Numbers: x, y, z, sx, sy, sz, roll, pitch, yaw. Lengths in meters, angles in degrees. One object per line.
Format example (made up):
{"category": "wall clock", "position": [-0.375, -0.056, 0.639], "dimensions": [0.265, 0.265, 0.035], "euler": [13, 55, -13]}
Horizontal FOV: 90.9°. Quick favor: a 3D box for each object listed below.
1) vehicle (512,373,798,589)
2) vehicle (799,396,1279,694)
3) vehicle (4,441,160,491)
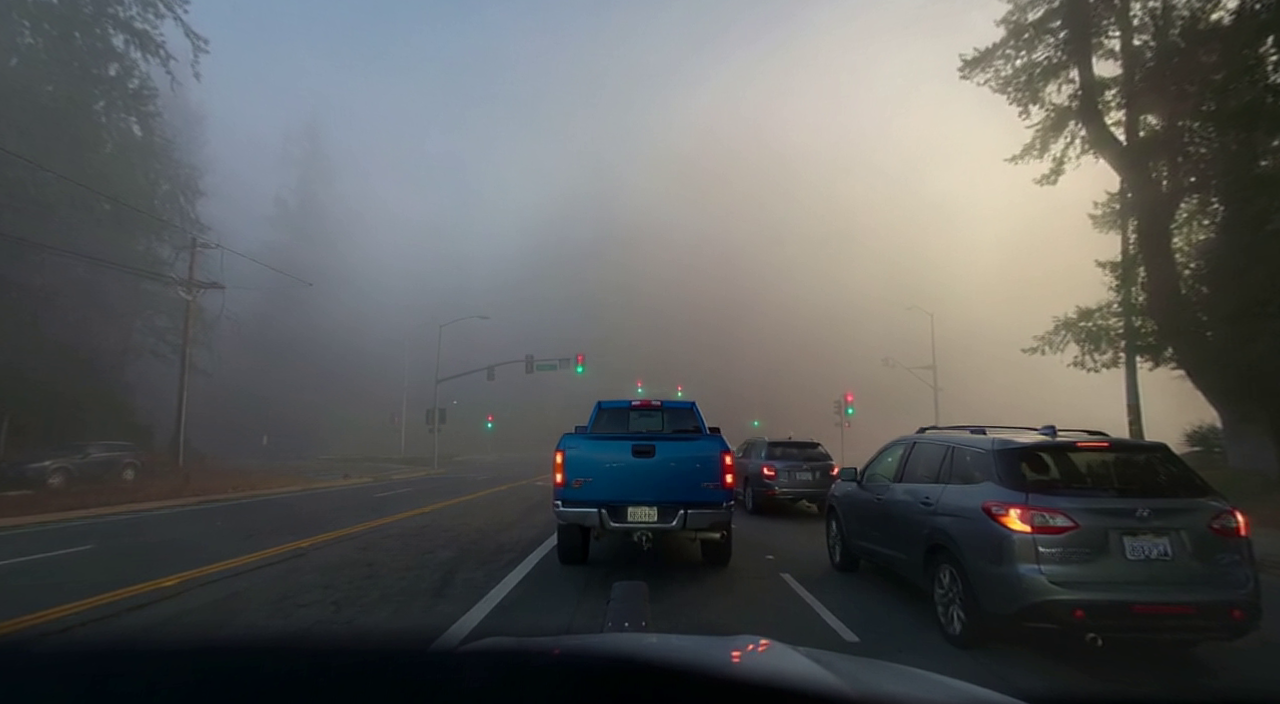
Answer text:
{"category": "vehicle", "position": [0.148, 1.592, 8.649], "dimensions": [2.636, 2.011, 5.425], "euler": [0, -8, 0]}
{"category": "vehicle", "position": [3.325, 1.469, 6.203], "dimensions": [2.155, 1.667, 5.162], "euler": [0, -8, 0]}
{"category": "vehicle", "position": [-21.747, 4.426, 24.883], "dimensions": [2.062, 1.764, 4.508], "euler": [0, -8, -2]}
